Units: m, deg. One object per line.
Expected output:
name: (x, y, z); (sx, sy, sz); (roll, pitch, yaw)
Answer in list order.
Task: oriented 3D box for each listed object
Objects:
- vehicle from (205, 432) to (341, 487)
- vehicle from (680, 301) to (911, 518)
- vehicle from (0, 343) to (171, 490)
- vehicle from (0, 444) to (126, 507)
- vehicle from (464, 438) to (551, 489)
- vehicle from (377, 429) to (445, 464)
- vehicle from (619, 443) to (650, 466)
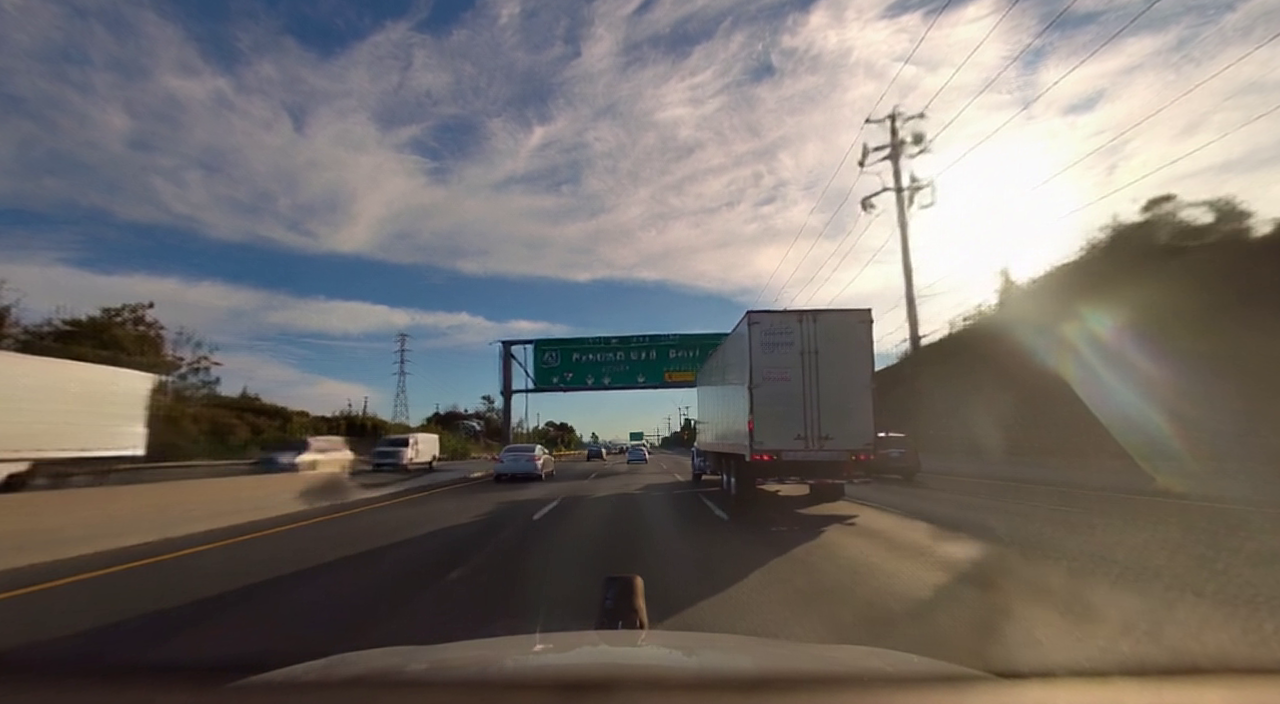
vehicle: (-11.325, 3.333, 19.770); (1.890, 1.546, 3.774); (0, -8, 1)
vehicle: (3.411, 2.195, 19.997); (2.907, 4.109, 16.177); (0, -8, -1)
vehicle: (-18.590, 1.414, 14.665); (2.807, 3.908, 16.399); (0, -8, 0)
vehicle: (-14.893, 2.961, 15.426); (1.596, 1.364, 3.442); (0, -8, 2)
vehicle: (-4.235, 3.629, 20.784); (1.968, 1.507, 3.829); (0, -8, 1)
vehicle: (-14.945, 6.217, 41.543); (2.307, 2.151, 5.598); (0, -8, 1)
vehicle: (-0.325, 7.012, 43.322); (2.047, 1.485, 3.938); (0, -8, 1)
